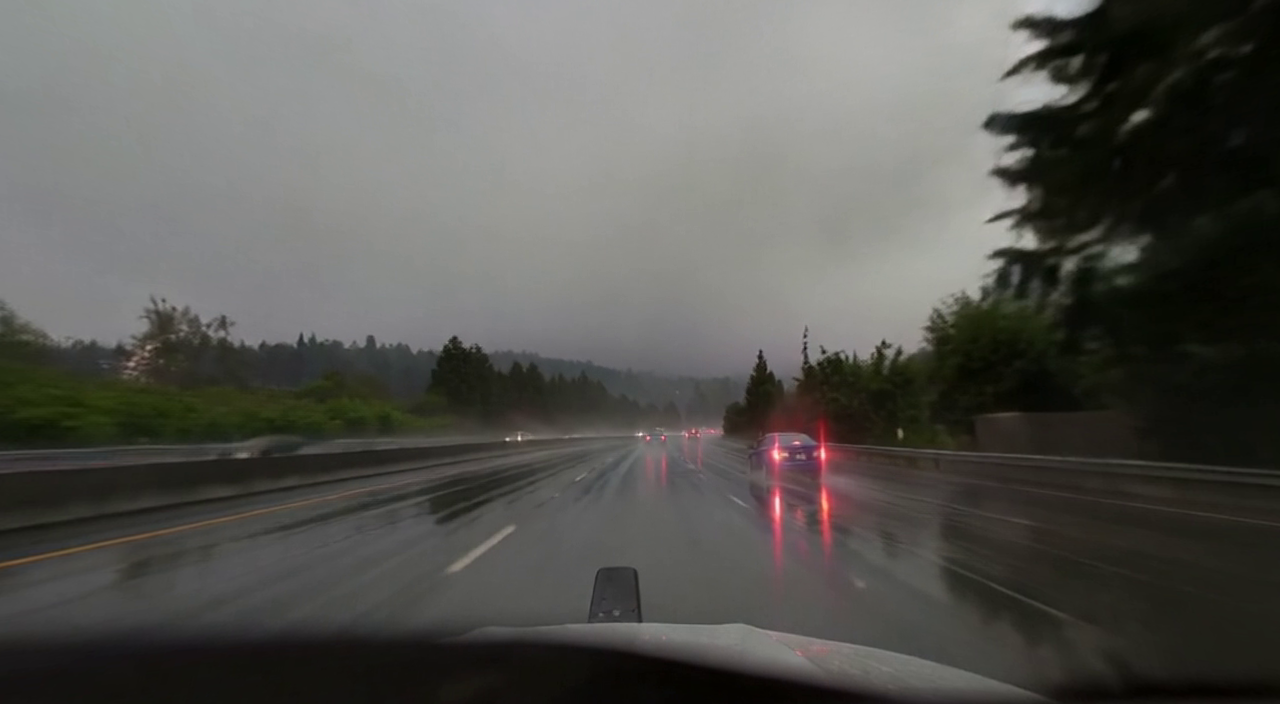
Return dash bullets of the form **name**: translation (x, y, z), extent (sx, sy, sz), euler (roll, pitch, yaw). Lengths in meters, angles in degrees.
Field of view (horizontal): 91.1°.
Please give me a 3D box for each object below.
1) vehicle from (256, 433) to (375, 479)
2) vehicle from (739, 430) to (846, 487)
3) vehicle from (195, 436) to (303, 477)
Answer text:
- **vehicle**: translation (-12.213, 3.912, 24.077), extent (2.044, 1.555, 4.799), euler (0, -8, -1)
- **vehicle**: translation (4.305, 3.065, 18.501), extent (1.982, 1.452, 4.294), euler (0, -8, -1)
- **vehicle**: translation (-15.619, 4.156, 25.394), extent (1.824, 1.478, 3.873), euler (0, -8, 1)
